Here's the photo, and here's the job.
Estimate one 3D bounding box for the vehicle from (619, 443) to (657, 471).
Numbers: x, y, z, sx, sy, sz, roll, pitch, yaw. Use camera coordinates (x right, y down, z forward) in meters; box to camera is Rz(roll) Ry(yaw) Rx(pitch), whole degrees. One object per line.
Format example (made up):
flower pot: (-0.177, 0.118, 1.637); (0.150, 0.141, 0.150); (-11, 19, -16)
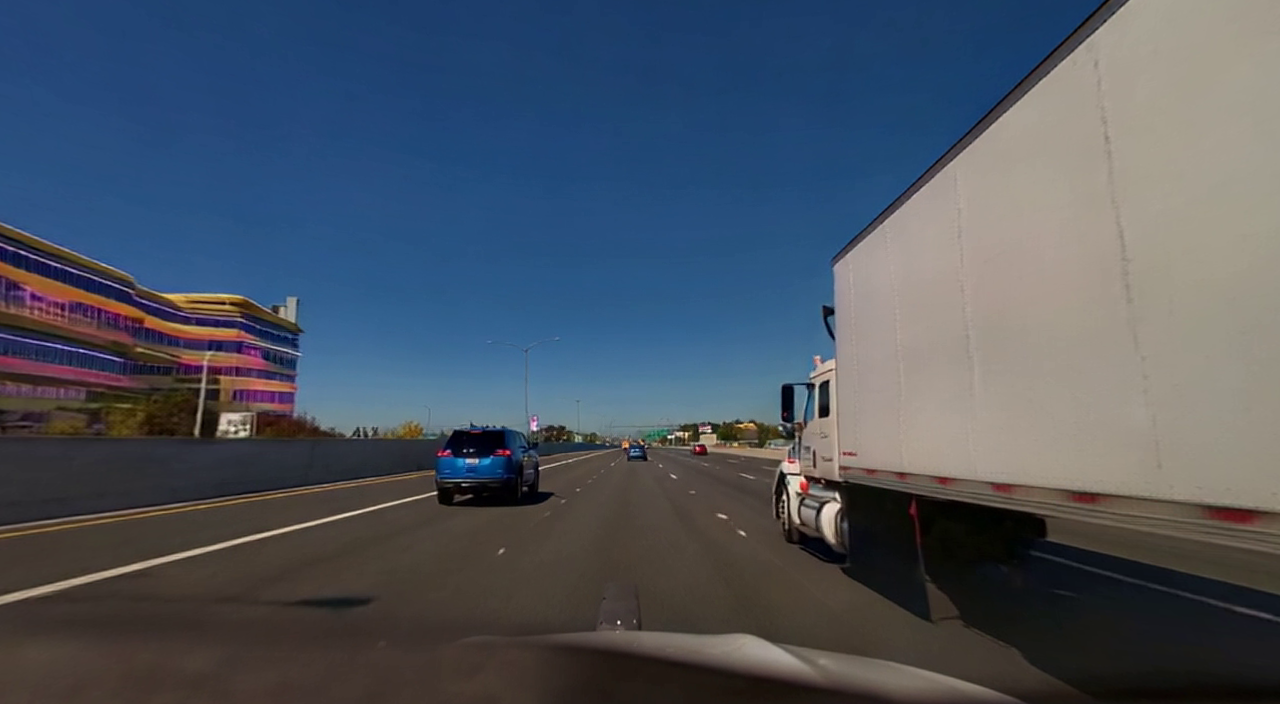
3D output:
vehicle: (-0.122, 5.694, 34.495); (1.929, 1.395, 3.999); (0, -8, -1)

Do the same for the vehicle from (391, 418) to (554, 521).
vehicle: (-3.312, 2.436, 13.654); (2.229, 1.806, 4.698); (0, -8, 0)

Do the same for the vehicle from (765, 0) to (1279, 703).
vehicle: (3.365, 0.215, 3.626); (2.934, 3.325, 10.986); (0, -8, -1)
